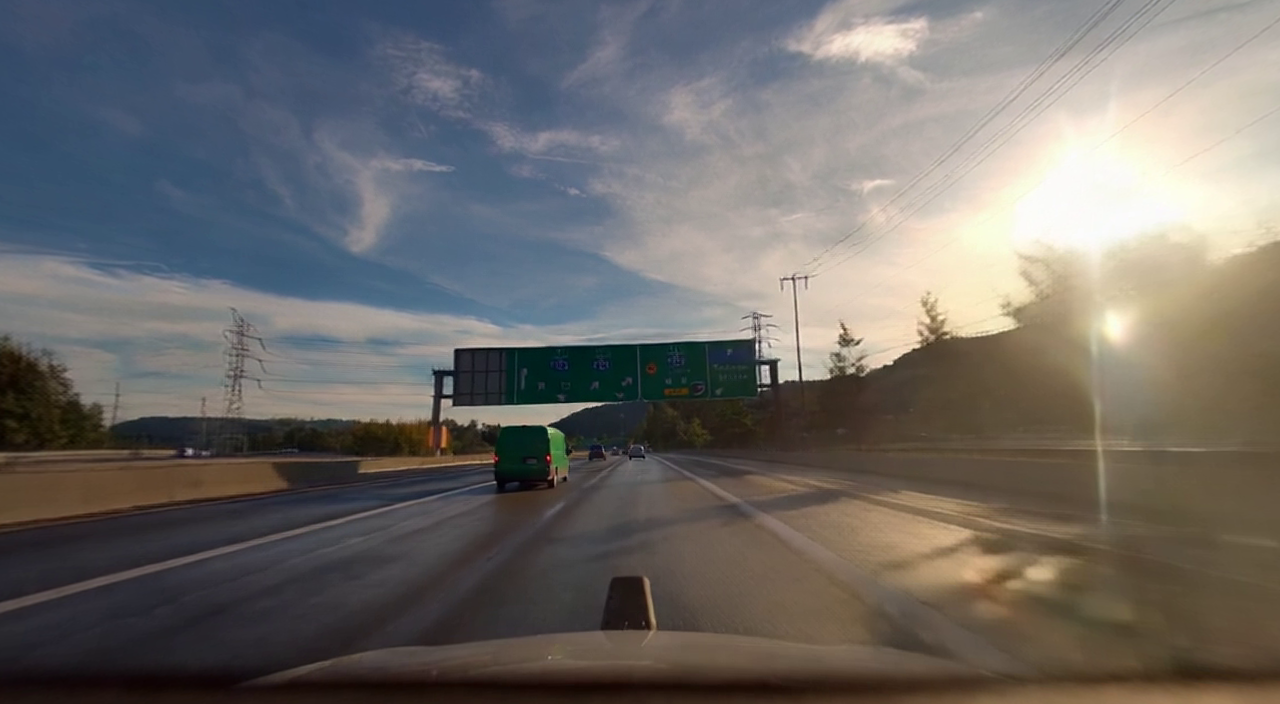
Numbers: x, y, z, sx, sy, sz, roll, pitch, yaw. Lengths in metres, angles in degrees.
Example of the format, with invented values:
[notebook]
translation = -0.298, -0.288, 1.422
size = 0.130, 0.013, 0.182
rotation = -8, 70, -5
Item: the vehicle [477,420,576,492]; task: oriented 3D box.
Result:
[vehicle]
translation = -3.462, 3.272, 20.152
size = 2.281, 2.025, 4.586
rotation = 0, -8, 0
